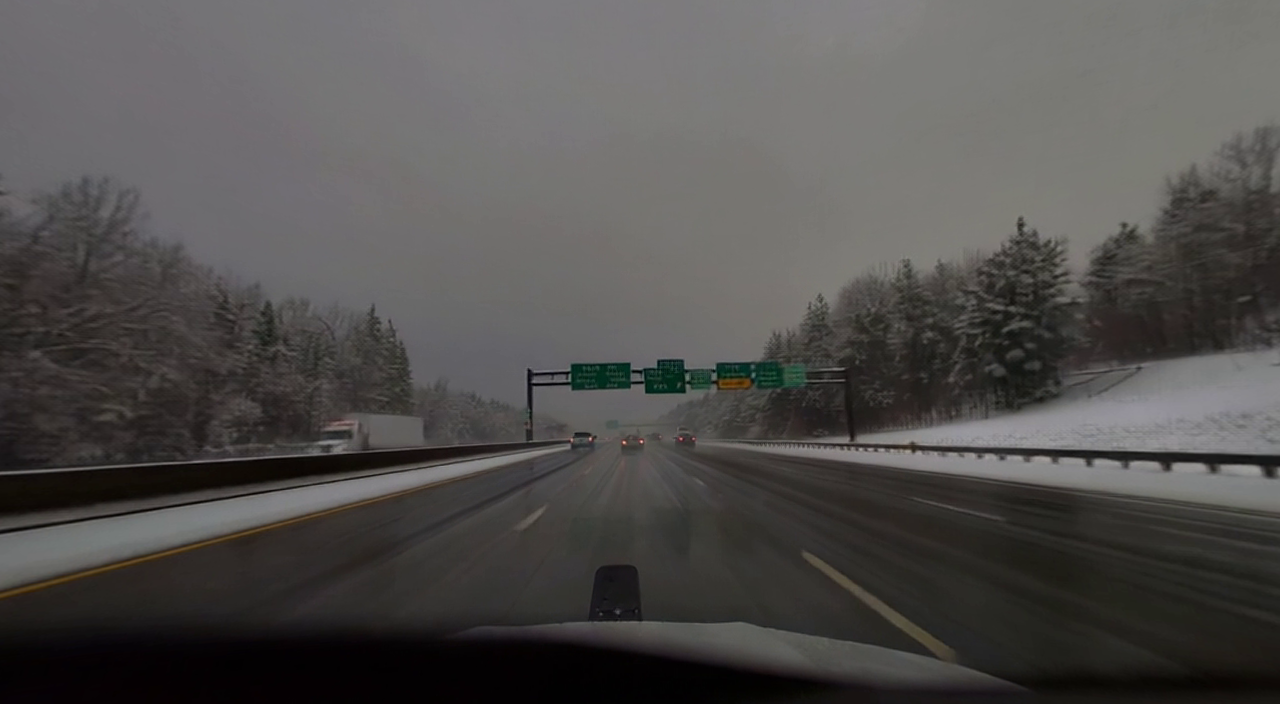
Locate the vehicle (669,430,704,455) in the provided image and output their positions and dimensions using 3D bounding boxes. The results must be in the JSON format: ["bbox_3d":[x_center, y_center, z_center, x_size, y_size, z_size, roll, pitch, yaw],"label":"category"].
[{"bbox_3d":[3.244,6.387,44.587,2.066,1.673,4.225,0,-8,-2],"label":"vehicle"}]

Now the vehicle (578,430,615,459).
[{"bbox_3d":[-2.593,5.581,38.194,2.119,1.629,3.946,0,-8,-2],"label":"vehicle"}]

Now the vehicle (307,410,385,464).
[{"bbox_3d":[-22.125,6.439,47.769,2.957,3.789,5.977,0,-8,-1],"label":"vehicle"}]

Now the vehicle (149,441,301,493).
[{"bbox_3d":[-13.527,3.732,20.914,1.971,1.497,4.539,0,-8,0],"label":"vehicle"}]
